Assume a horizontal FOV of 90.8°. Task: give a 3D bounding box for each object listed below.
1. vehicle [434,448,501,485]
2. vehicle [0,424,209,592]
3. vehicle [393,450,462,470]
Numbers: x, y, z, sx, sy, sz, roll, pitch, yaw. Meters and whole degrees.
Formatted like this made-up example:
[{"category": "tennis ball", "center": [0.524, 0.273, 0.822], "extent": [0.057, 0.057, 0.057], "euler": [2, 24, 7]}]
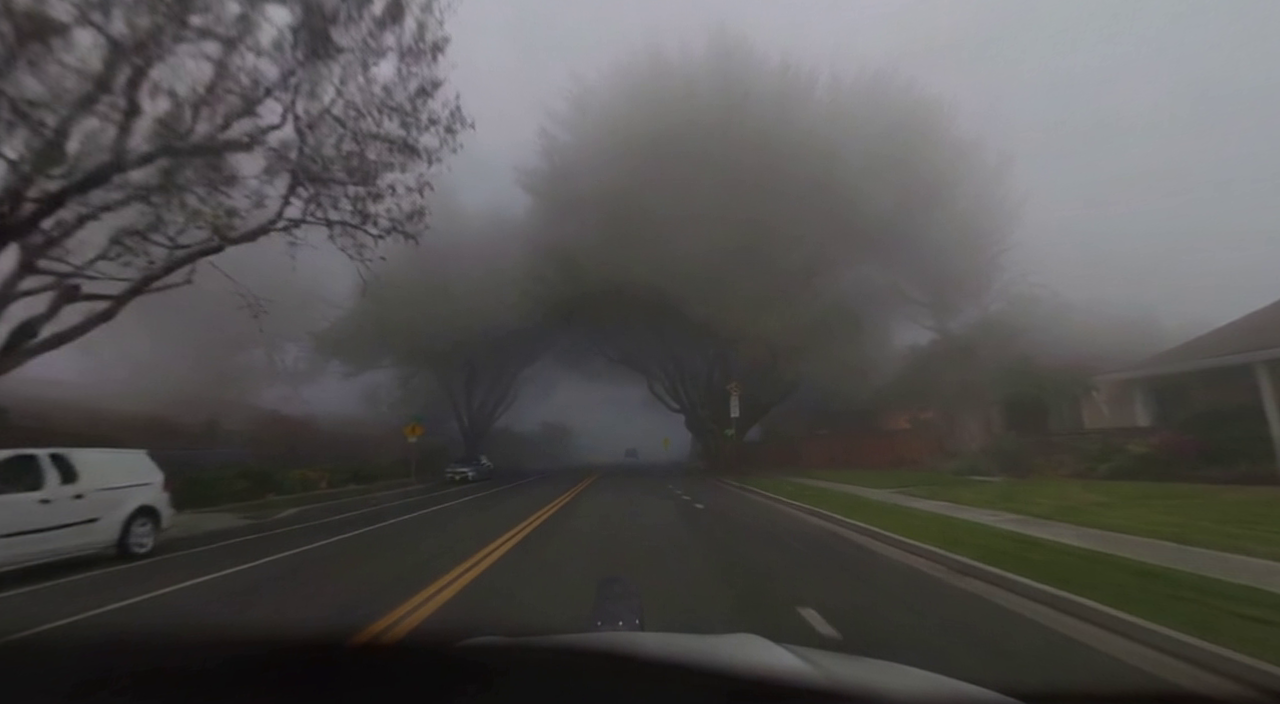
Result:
[{"category": "vehicle", "center": [-7.950, 5.291, 29.539], "extent": [1.880, 1.469, 4.221], "euler": [-4, -9, 0]}, {"category": "vehicle", "center": [-7.762, 1.823, 7.402], "extent": [2.122, 1.739, 4.770], "euler": [-4, -8, 0]}, {"category": "vehicle", "center": [-15.793, 8.046, 47.068], "extent": [4.446, 1.451, 1.828], "euler": [-1, -9, 7]}]
